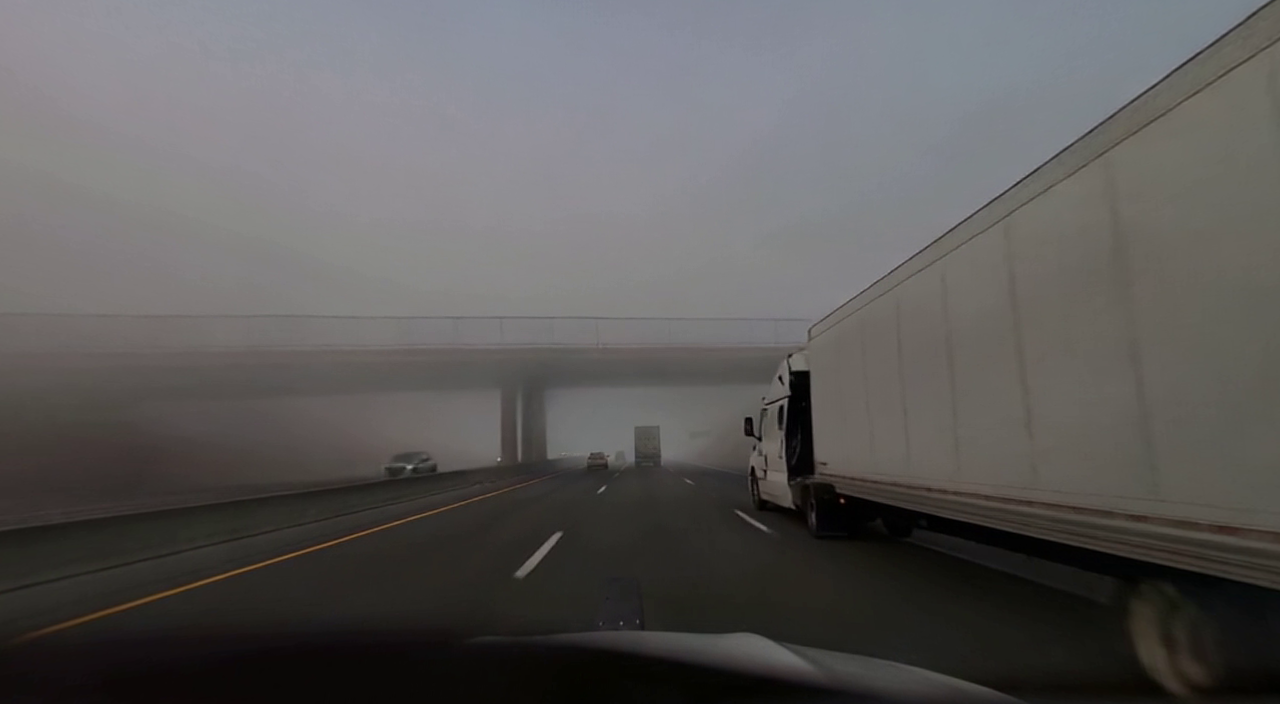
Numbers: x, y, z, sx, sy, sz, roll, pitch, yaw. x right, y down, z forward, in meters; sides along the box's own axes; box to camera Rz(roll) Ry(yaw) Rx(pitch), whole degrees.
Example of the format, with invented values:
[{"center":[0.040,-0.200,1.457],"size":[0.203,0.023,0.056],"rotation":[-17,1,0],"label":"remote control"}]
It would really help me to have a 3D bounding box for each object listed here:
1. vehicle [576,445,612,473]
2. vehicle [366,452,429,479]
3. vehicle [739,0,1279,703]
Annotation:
[{"center":[-2.933,6.894,40.808],"size":[2.007,1.647,3.854],"rotation":[0,-9,0],"label":"vehicle"},{"center":[-15.573,7.273,40.825],"size":[2.234,1.590,4.641],"rotation":[0,-9,0],"label":"vehicle"},{"center":[4.061,0.436,7.453],"size":[3.131,4.037,16.729],"rotation":[0,-9,0],"label":"vehicle"}]
